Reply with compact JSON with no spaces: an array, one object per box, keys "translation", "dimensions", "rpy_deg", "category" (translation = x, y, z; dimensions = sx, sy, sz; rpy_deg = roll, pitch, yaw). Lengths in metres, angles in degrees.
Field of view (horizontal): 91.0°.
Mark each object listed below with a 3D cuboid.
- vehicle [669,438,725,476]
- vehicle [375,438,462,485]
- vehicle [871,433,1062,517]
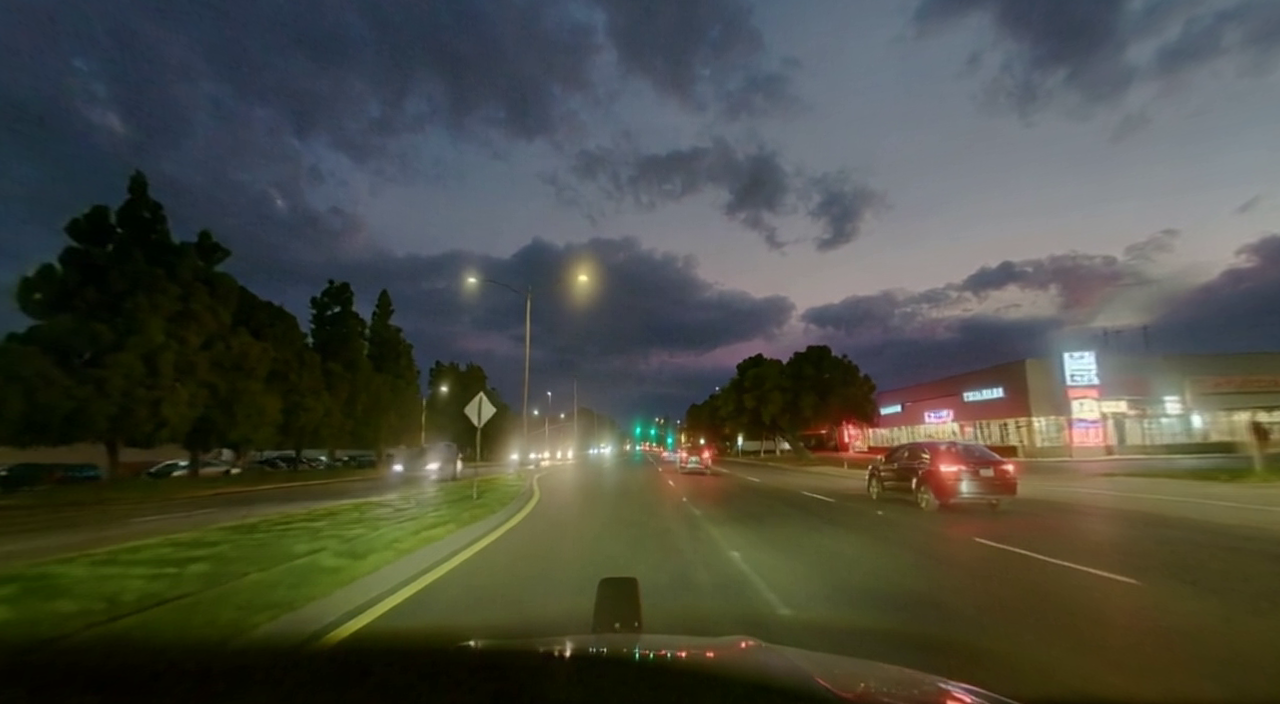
[{"translation":[2.605,4.920,29.697],"dimensions":[2.161,1.676,4.151],"rpy_deg":[0,-9,-1],"category":"vehicle"},{"translation":[-9.416,4.682,27.251],"dimensions":[2.118,1.838,4.737],"rpy_deg":[0,-9,-1],"category":"vehicle"},{"translation":[6.829,2.595,13.792],"dimensions":[1.886,1.528,4.169],"rpy_deg":[0,-9,-1],"category":"vehicle"}]
